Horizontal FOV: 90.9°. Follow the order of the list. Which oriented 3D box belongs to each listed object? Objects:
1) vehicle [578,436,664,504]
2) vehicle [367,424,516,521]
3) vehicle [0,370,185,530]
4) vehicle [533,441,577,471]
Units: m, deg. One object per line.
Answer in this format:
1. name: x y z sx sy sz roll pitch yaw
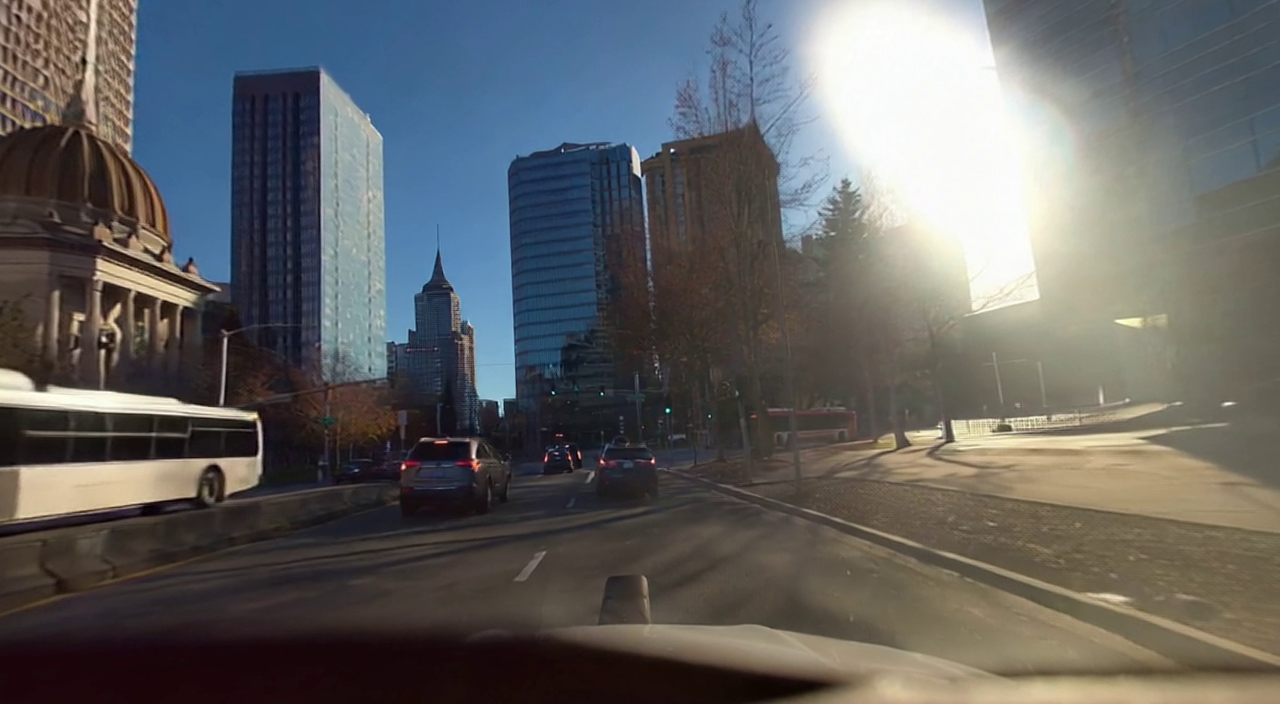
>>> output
1. vehicle: -0.507 2.932 16.024 1.933 1.504 3.802 1 -9 -3
2. vehicle: -3.772 2.357 12.736 1.848 1.641 3.686 0 -9 -1
3. vehicle: -14.928 2.095 13.522 3.063 3.298 9.918 0 -9 -1
4. vehicle: -4.572 5.631 34.353 1.961 1.517 4.202 1 -9 -2
